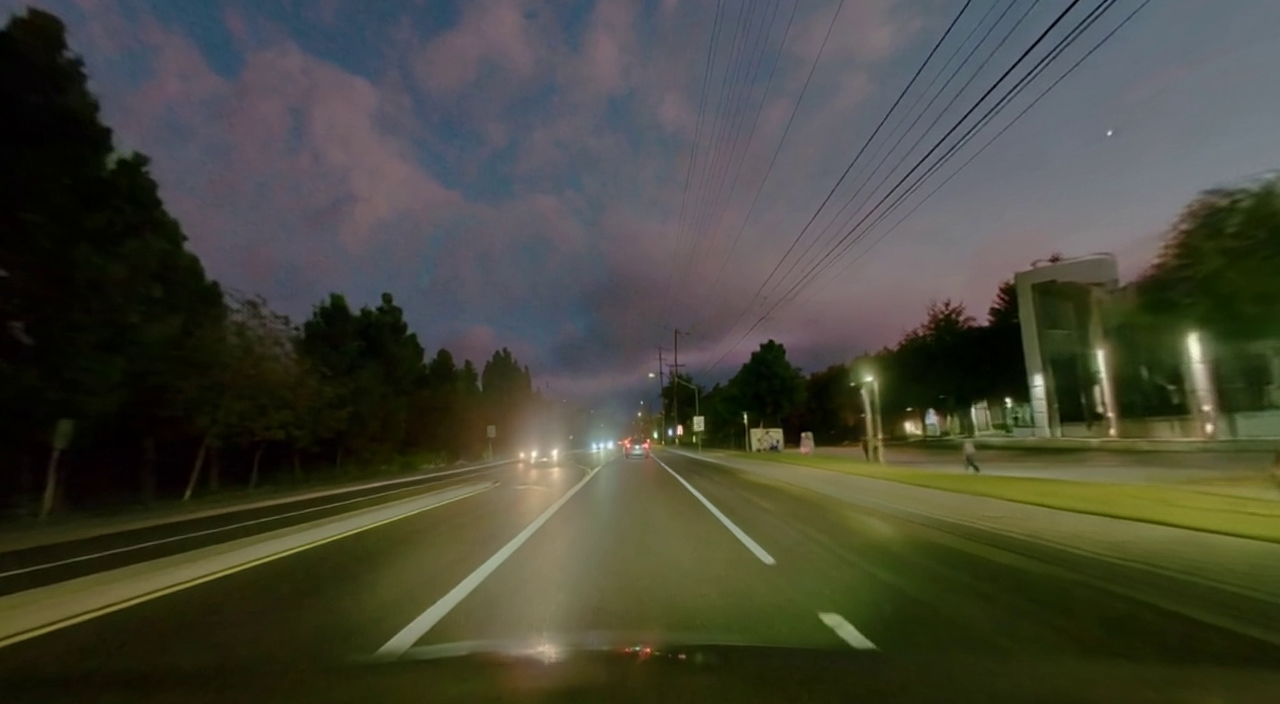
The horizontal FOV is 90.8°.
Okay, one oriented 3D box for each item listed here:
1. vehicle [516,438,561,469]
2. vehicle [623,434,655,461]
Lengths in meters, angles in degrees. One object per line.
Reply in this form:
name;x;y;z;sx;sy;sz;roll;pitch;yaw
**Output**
vehicle;-6.058;6.094;38.195;1.960;1.704;4.229;-1;-8;0
vehicle;-0.068;6.735;44.653;2.163;1.746;4.073;-1;-8;0
